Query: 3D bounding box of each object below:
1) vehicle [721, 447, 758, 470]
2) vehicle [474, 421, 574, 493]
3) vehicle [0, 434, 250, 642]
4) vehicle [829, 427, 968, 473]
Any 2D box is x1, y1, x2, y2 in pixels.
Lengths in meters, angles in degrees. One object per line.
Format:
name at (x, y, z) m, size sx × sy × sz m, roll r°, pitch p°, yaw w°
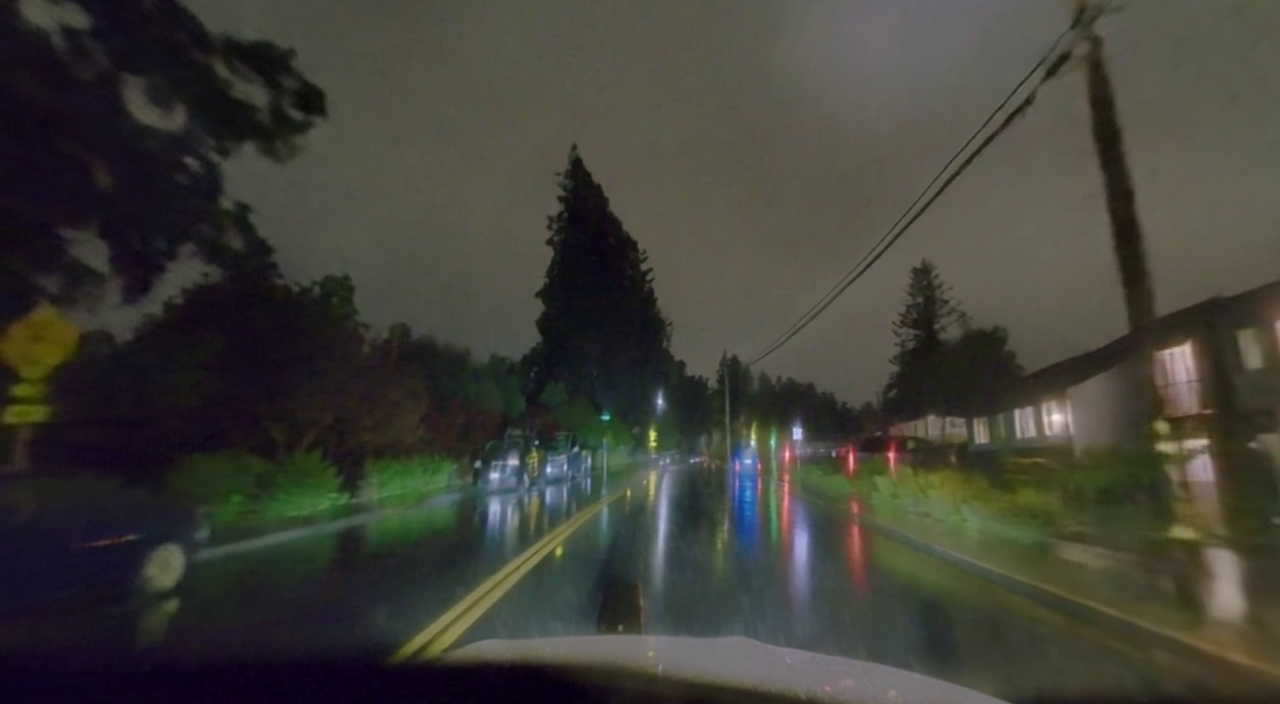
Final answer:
vehicle at (6.589, 6.948, 41.475) m, size 1.948 × 1.408 × 4.345 m, roll -3°, pitch -9°, yaw 14°
vehicle at (-4.511, 4.442, 25.741) m, size 2.334 × 2.126 × 6.444 m, roll -5°, pitch -15°, yaw 5°
vehicle at (-5.936, 1.718, 5.809) m, size 2.005 × 1.557 × 4.172 m, roll -3°, pitch -14°, yaw 0°
vehicle at (11.382, 4.386, 28.234) m, size 5.325 × 1.939 × 2.150 m, roll -2°, pitch -9°, yaw 11°
